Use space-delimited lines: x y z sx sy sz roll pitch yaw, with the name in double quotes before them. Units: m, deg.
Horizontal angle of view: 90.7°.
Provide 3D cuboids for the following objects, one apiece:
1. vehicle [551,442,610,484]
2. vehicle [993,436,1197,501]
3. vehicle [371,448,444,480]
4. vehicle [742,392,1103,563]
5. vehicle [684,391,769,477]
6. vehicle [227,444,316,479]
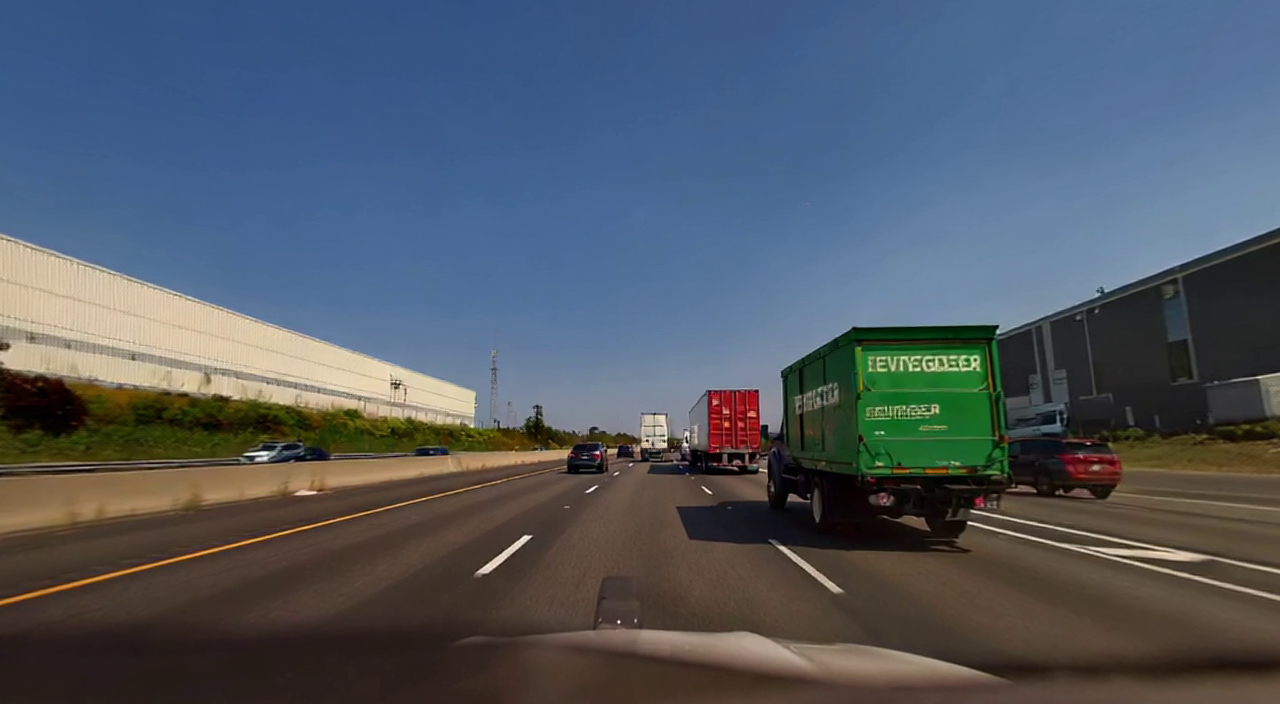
"vehicle" -2.238 4.312 24.858 2.024 1.472 4.014 0 -8 -2
"vehicle" 12.222 3.139 17.521 2.060 1.499 4.683 0 -8 -2
"vehicle" -11.683 5.635 32.067 1.988 1.446 4.265 -1 -9 1
"vehicle" 3.831 1.991 11.043 2.809 1.919 7.507 0 -9 0
"vehicle" 4.494 4.785 36.210 2.951 3.974 13.340 0 -9 0
"vehicle" -21.159 6.273 36.622 2.059 1.865 4.786 0 -9 3
